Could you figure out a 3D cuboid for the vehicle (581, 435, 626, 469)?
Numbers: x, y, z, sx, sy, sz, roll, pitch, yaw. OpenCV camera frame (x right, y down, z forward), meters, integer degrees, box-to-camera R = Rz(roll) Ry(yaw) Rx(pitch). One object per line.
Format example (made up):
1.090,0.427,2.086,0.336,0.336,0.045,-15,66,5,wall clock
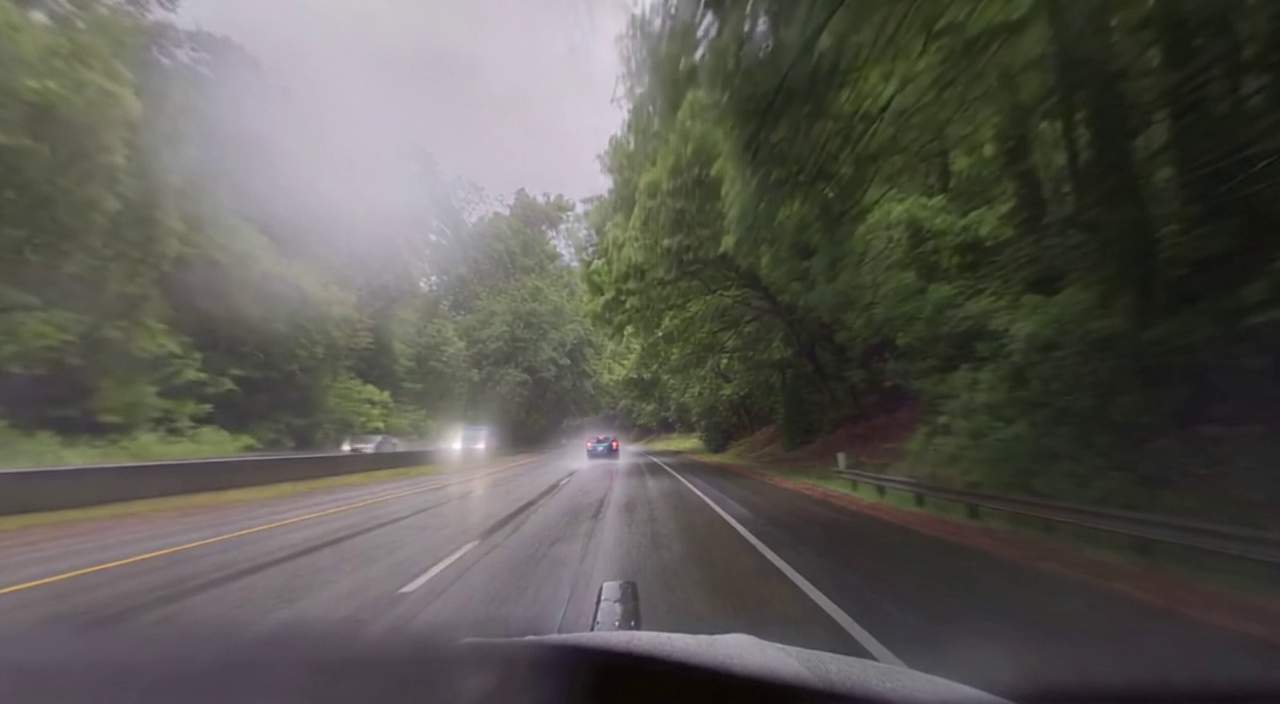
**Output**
-1.712,4.798,30.447,2.004,1.515,3.968,0,-8,-1,vehicle

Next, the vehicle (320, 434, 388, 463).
-16.160,5.472,35.814,1.891,1.513,4.450,0,-8,-2,vehicle

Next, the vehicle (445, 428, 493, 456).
-12.769,6.764,47.311,2.237,1.989,5.436,0,-8,-2,vehicle
